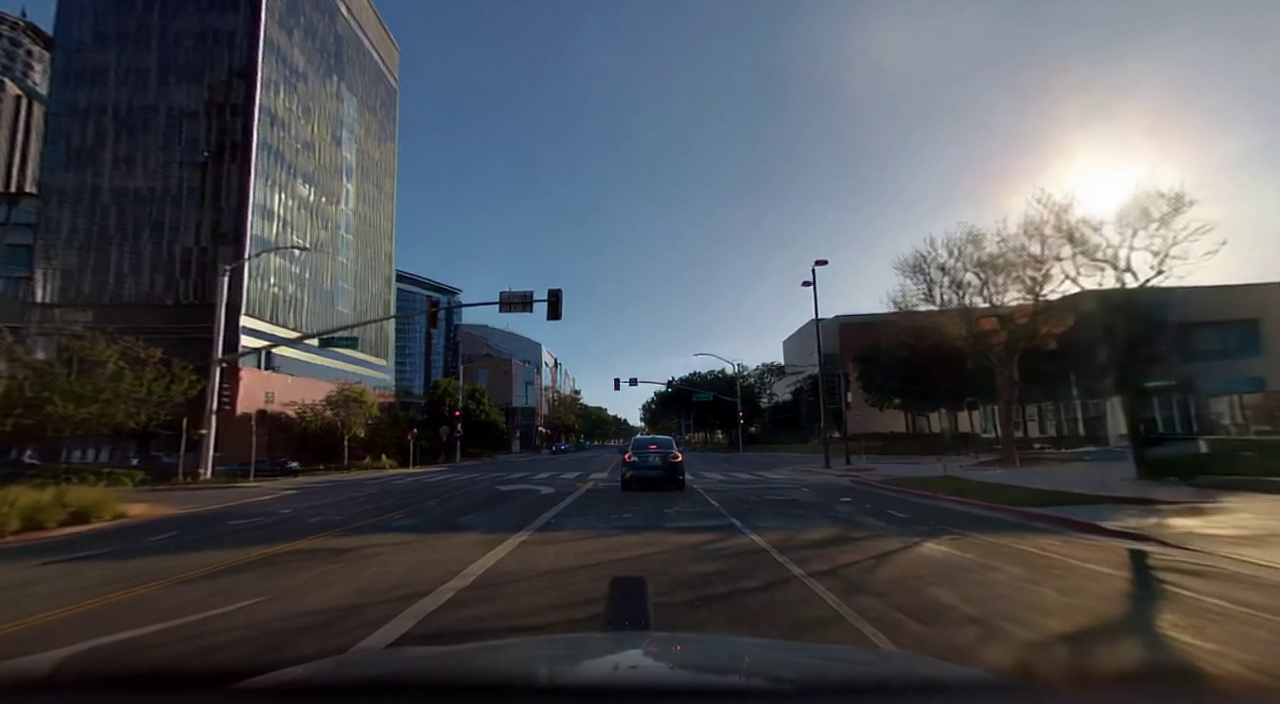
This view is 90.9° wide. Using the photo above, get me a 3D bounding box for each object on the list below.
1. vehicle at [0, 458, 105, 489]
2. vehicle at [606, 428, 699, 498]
[{"bbox_3d":[-30.858,6.275,32.655,4.494,1.475,1.893,0,-9,-1],"label":"vehicle"},{"bbox_3d":[0.289,2.920,16.930,2.184,1.640,4.086,0,-8,0],"label":"vehicle"}]
